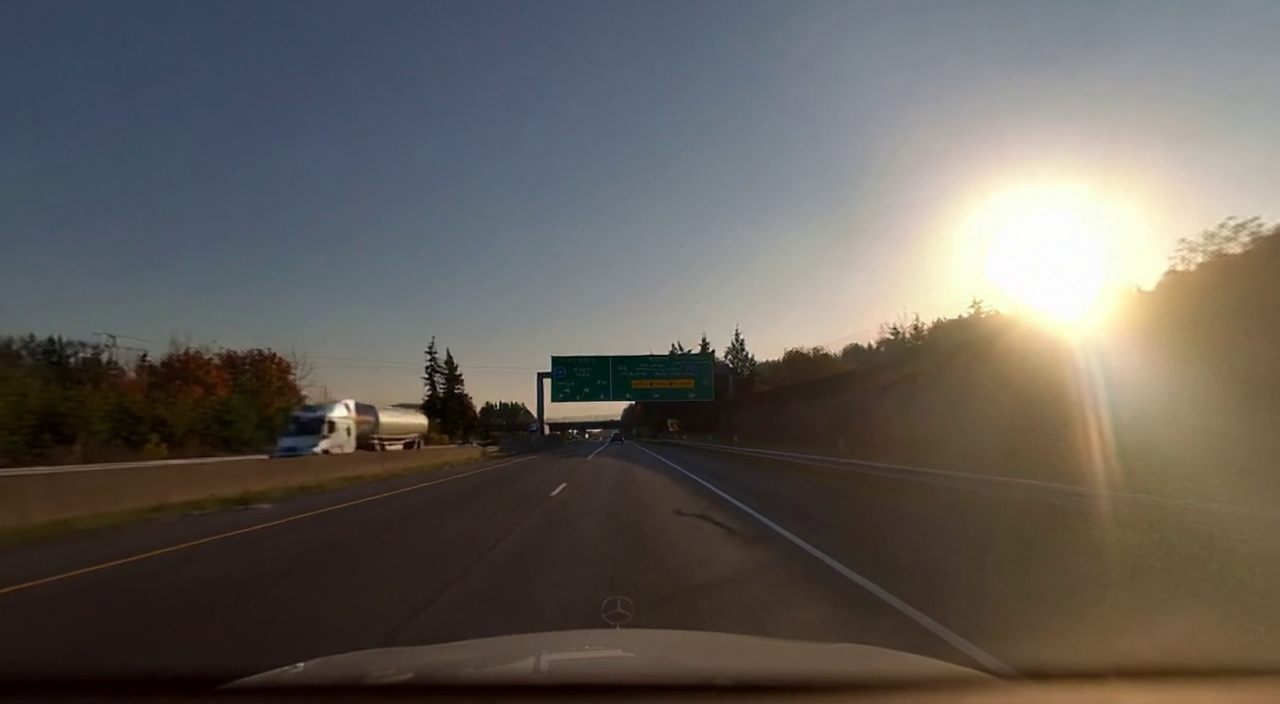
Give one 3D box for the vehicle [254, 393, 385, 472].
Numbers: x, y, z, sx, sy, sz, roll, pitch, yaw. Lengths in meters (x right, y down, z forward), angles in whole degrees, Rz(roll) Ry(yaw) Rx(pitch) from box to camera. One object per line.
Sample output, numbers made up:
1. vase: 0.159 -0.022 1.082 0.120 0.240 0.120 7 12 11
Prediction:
1. vehicle: -17.734 4.627 35.786 2.929 3.911 8.495 1 -8 -1
